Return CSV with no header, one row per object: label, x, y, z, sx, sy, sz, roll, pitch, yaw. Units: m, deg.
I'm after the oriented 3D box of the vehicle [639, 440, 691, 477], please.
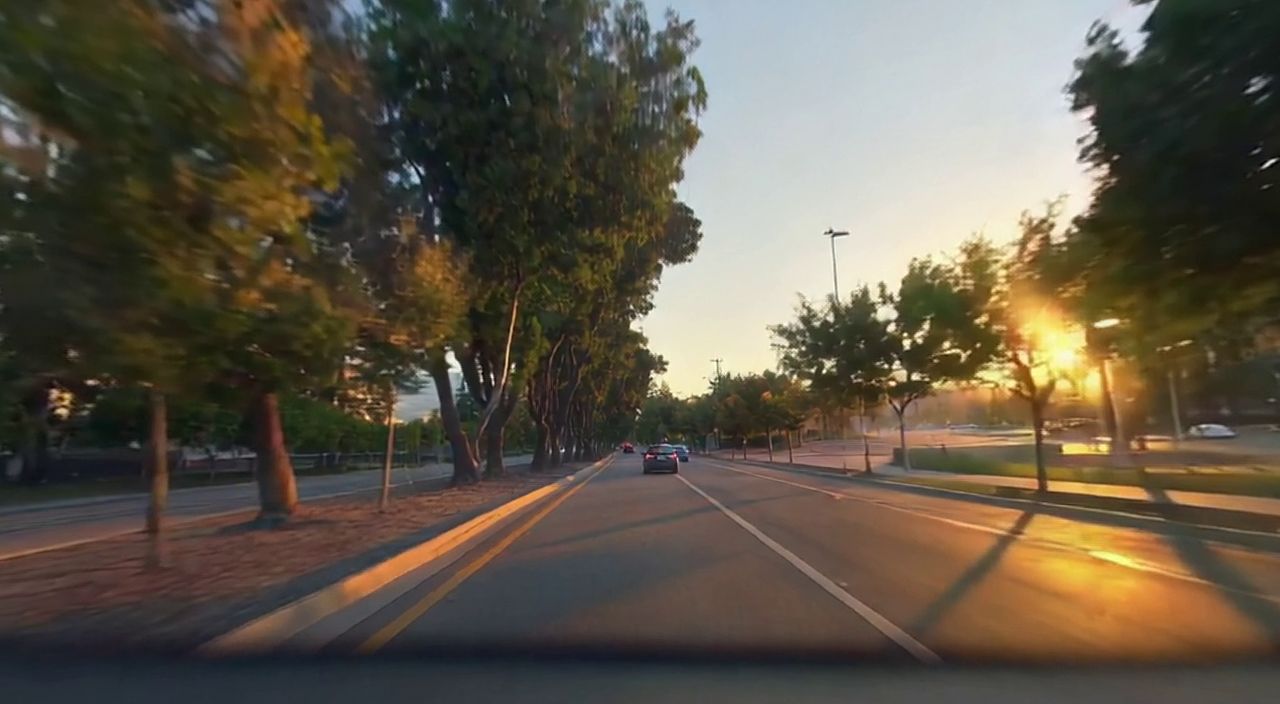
vehicle,1.046,4.884,29.297,2.048,1.584,4.393,0,-8,-2
